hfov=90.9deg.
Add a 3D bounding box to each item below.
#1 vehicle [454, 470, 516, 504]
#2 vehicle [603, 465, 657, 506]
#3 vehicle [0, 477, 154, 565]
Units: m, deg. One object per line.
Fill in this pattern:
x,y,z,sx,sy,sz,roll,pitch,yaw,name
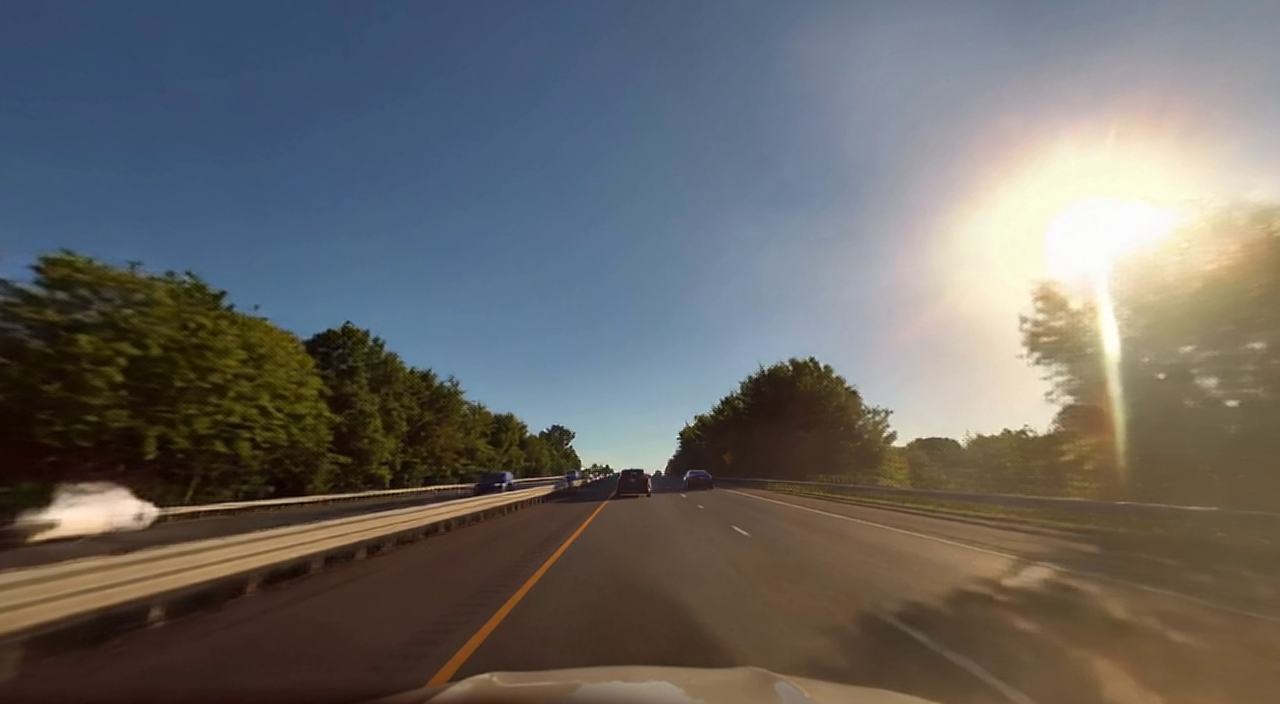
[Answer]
-7.581,6.612,31.219,1.872,1.487,4.411,0,-10,1,vehicle
-0.391,5.417,25.827,2.060,1.473,3.726,1,-10,0,vehicle
-12.223,3.239,12.369,1.909,1.445,4.225,1,-10,1,vehicle
